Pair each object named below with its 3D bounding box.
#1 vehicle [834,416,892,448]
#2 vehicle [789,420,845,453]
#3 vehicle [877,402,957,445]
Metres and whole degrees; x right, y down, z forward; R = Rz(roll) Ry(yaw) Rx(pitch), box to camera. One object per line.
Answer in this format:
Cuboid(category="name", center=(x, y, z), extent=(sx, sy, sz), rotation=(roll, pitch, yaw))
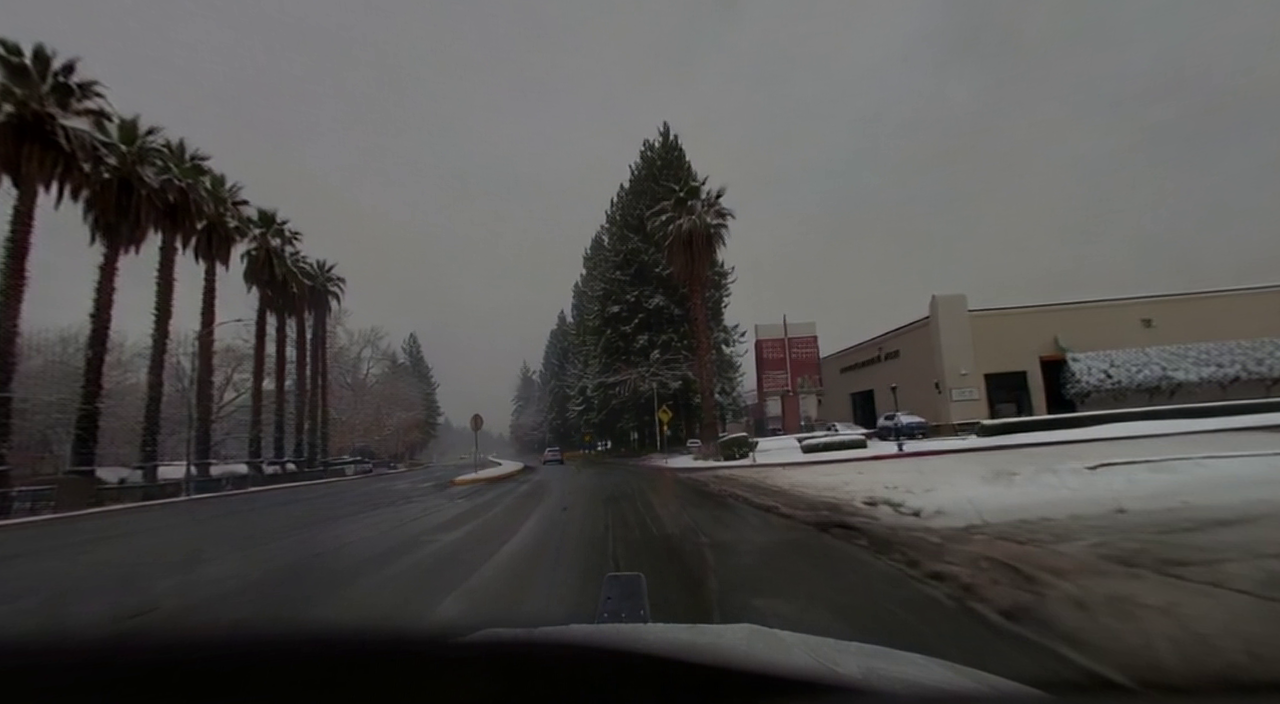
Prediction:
Cuboid(category="vehicle", center=(12.441, 4.539, 35.311), extent=(2.065, 1.687, 4.584), rotation=(-1, -9, 7))
Cuboid(category="vehicle", center=(9.857, 4.810, 35.324), extent=(2.196, 1.715, 4.918), rotation=(-1, -9, 6))
Cuboid(category="vehicle", center=(15.336, 4.071, 35.153), extent=(2.237, 1.962, 5.424), rotation=(-9, -9, 5))
